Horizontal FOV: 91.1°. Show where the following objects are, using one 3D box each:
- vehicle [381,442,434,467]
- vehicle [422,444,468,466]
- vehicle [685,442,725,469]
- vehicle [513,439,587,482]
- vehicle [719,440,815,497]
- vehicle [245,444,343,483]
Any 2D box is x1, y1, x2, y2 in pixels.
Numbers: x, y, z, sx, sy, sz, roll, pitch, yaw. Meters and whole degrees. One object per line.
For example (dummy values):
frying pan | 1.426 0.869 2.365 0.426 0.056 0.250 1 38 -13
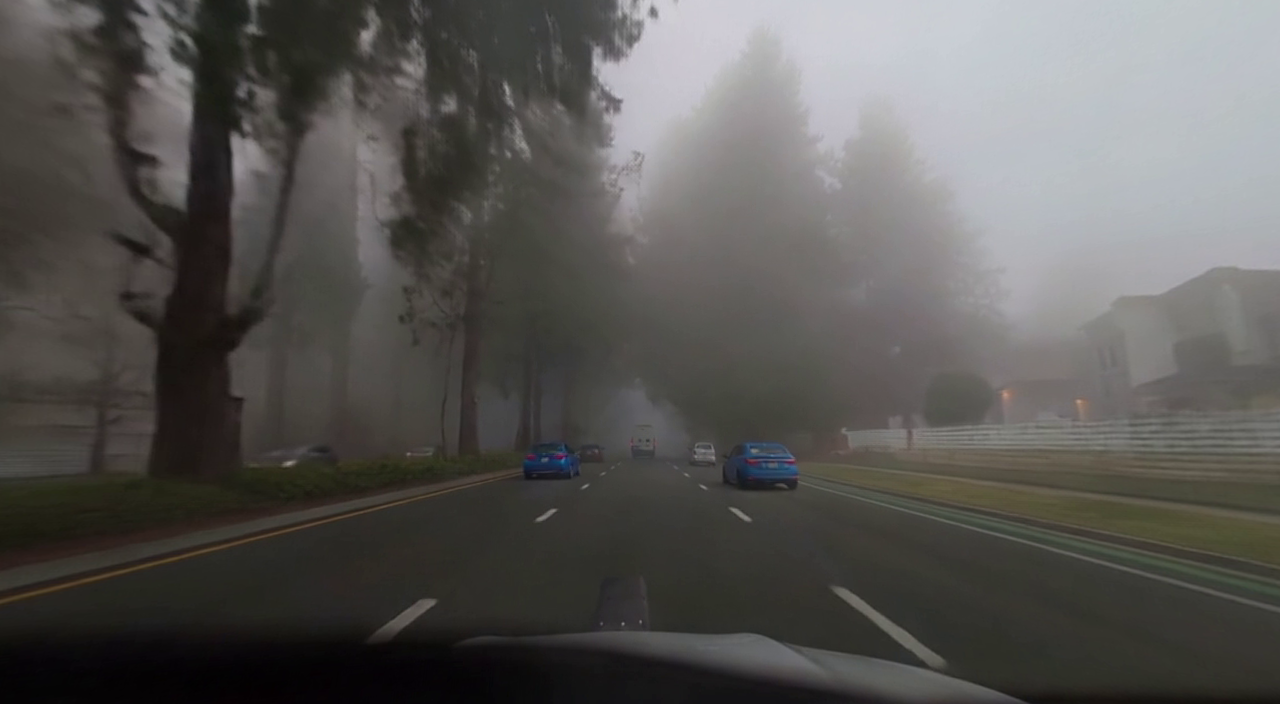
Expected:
vehicle | -17.504 7.741 47.558 2.107 1.796 5.011 0 -8 0
vehicle | -13.656 7.199 44.146 1.816 1.484 4.356 0 -8 0
vehicle | 3.938 6.320 38.613 1.905 1.520 4.340 1 -8 -1
vehicle | -3.313 4.075 23.980 2.036 1.474 4.647 0 -8 1
vehicle | 3.595 3.382 18.634 1.945 1.469 4.258 0 -8 0
vehicle | -14.041 4.498 25.749 1.822 1.461 3.778 0 -8 0
